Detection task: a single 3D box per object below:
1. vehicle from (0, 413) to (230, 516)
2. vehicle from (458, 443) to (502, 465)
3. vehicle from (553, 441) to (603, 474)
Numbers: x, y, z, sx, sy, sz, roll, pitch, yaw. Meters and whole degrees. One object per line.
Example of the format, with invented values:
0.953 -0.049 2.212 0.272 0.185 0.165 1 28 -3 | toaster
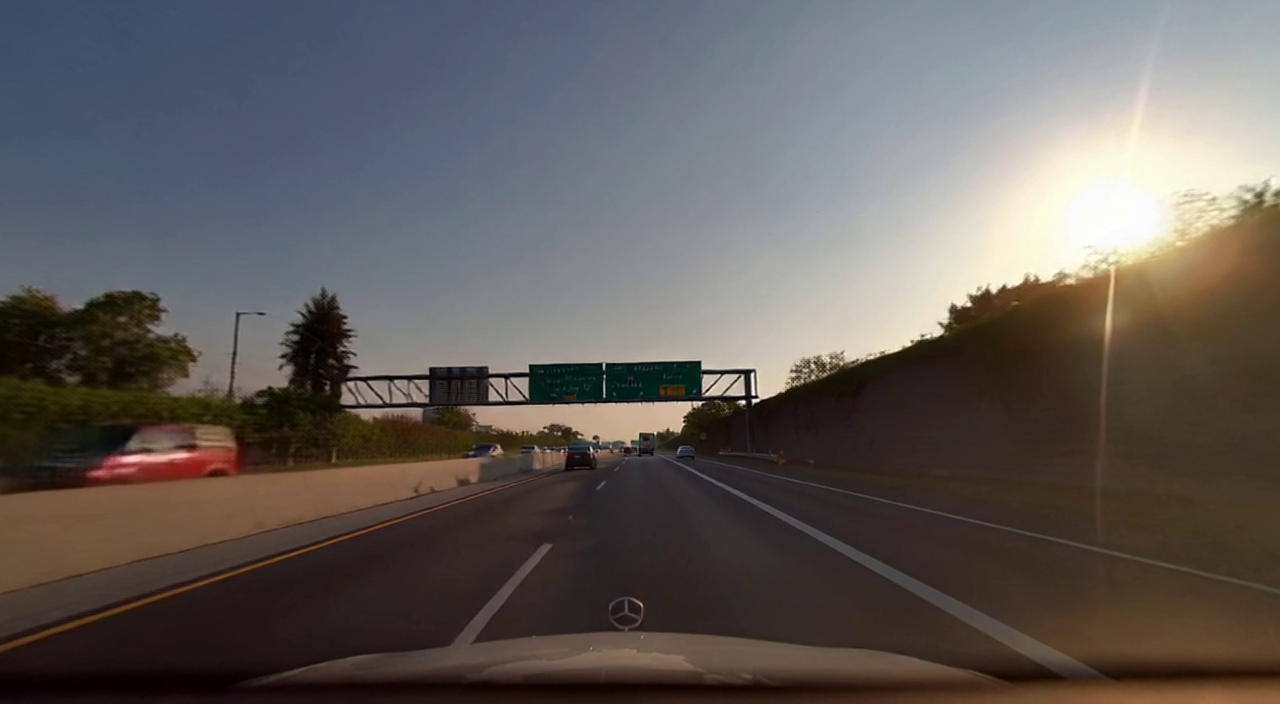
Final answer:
-11.972 2.460 14.205 2.075 1.873 4.972 0 -9 1 | vehicle
-12.002 7.656 47.578 2.010 1.546 4.735 0 -9 1 | vehicle
-3.001 5.238 31.506 2.020 1.475 4.434 0 -9 1 | vehicle
